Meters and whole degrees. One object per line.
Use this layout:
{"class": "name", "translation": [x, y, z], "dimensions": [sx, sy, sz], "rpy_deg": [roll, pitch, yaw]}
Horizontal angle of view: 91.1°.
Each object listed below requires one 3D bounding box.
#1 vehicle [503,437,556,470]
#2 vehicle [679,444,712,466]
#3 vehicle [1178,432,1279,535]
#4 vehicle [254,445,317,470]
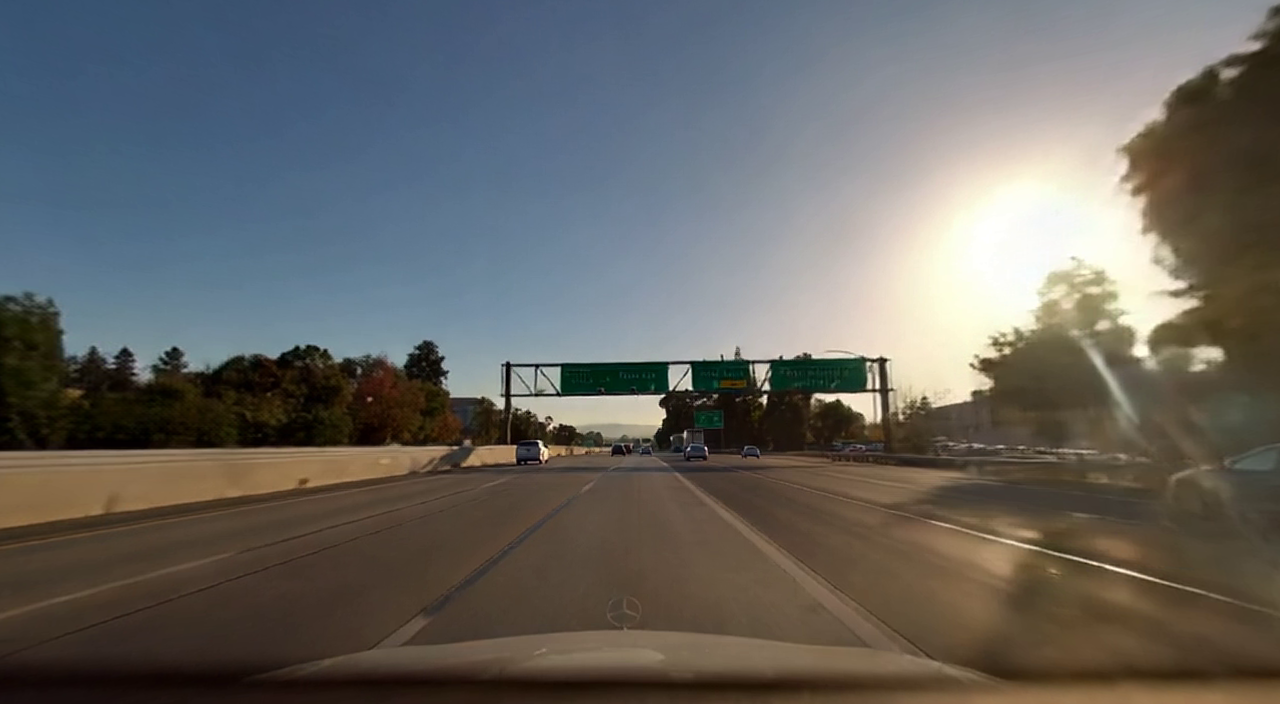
{"class": "vehicle", "translation": [-6.207, 5.749, 35.830], "dimensions": [2.091, 1.746, 4.437], "rpy_deg": [0, -9, 2]}
{"class": "vehicle", "translation": [3.787, 7.132, 43.540], "dimensions": [1.950, 1.453, 3.378], "rpy_deg": [0, -9, -1]}
{"class": "vehicle", "translation": [10.182, 1.777, 8.218], "dimensions": [1.979, 1.467, 4.839], "rpy_deg": [0, -9, 0]}
{"class": "vehicle", "translation": [-21.422, 6.362, 38.122], "dimensions": [1.689, 1.401, 3.620], "rpy_deg": [0, -8, 0]}
